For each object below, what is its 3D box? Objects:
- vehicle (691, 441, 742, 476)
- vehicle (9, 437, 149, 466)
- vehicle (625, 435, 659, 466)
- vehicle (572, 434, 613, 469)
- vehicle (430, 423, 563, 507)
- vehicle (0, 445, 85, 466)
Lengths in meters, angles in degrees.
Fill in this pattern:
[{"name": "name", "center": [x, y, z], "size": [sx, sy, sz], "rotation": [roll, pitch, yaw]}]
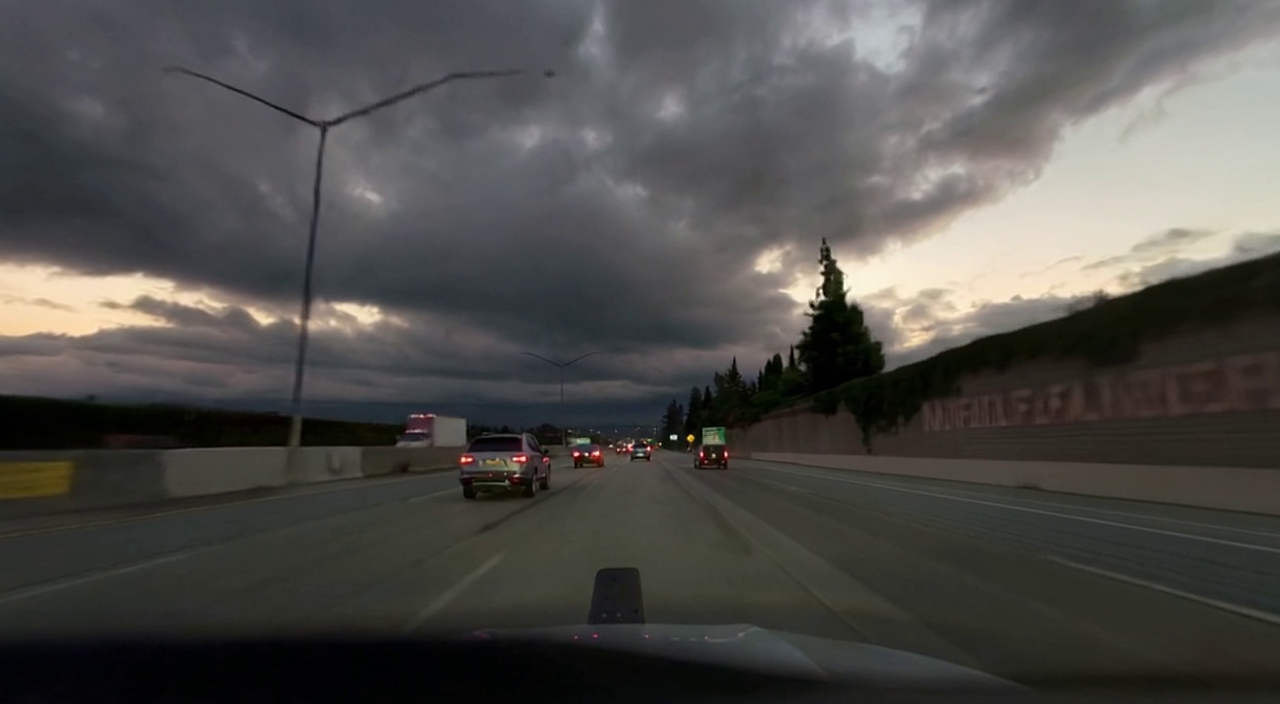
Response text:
[{"name": "vehicle", "center": [4.117, 5.821, 34.689], "size": [2.224, 1.752, 4.487], "rotation": [1, -9, -1]}, {"name": "vehicle", "center": [-40.953, 7.287, 46.115], "size": [7.369, 1.939, 3.201], "rotation": [0, -9, 3]}, {"name": "vehicle", "center": [0.125, 7.638, 48.961], "size": [2.485, 2.215, 5.199], "rotation": [0, -9, 0]}, {"name": "vehicle", "center": [-3.146, 6.712, 42.666], "size": [2.378, 2.214, 4.352], "rotation": [0, -9, 0]}, {"name": "vehicle", "center": [-3.491, 2.907, 16.628], "size": [2.184, 1.819, 5.441], "rotation": [0, -9, 1]}, {"name": "vehicle", "center": [-38.670, 6.641, 40.433], "size": [4.193, 1.265, 1.917], "rotation": [0, -9, 1]}]
